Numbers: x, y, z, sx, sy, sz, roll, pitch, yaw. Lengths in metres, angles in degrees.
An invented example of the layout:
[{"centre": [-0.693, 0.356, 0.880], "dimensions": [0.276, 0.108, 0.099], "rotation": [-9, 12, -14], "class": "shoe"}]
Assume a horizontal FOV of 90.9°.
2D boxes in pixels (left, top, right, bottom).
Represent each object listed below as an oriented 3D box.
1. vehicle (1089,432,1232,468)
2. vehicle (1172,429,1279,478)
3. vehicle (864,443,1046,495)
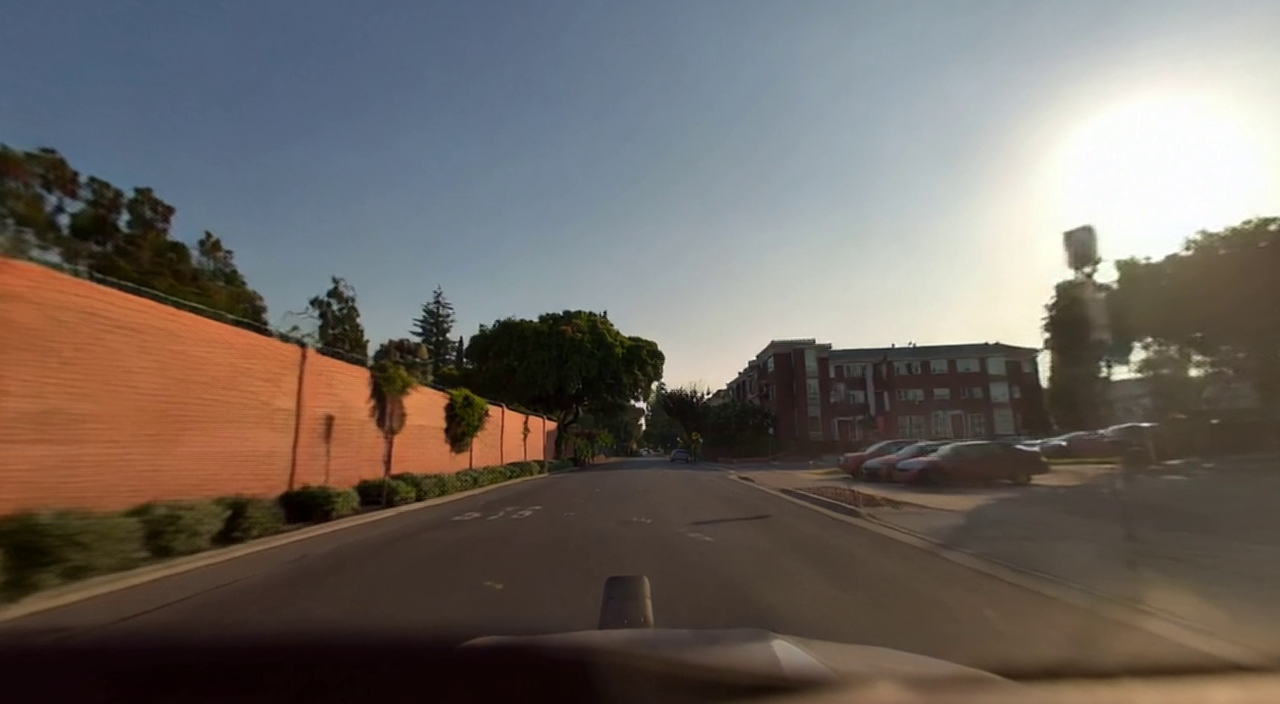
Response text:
[{"centre": [23.744, 4.505, 28.860], "dimensions": [4.873, 1.501, 1.950], "rotation": [1, -9, -3], "class": "vehicle"}, {"centre": [23.090, 3.716, 23.389], "dimensions": [4.740, 1.536, 2.084], "rotation": [-3, -9, -1], "class": "vehicle"}, {"centre": [9.352, 3.494, 19.027], "dimensions": [4.309, 1.442, 2.145], "rotation": [0, -9, -1], "class": "vehicle"}]
